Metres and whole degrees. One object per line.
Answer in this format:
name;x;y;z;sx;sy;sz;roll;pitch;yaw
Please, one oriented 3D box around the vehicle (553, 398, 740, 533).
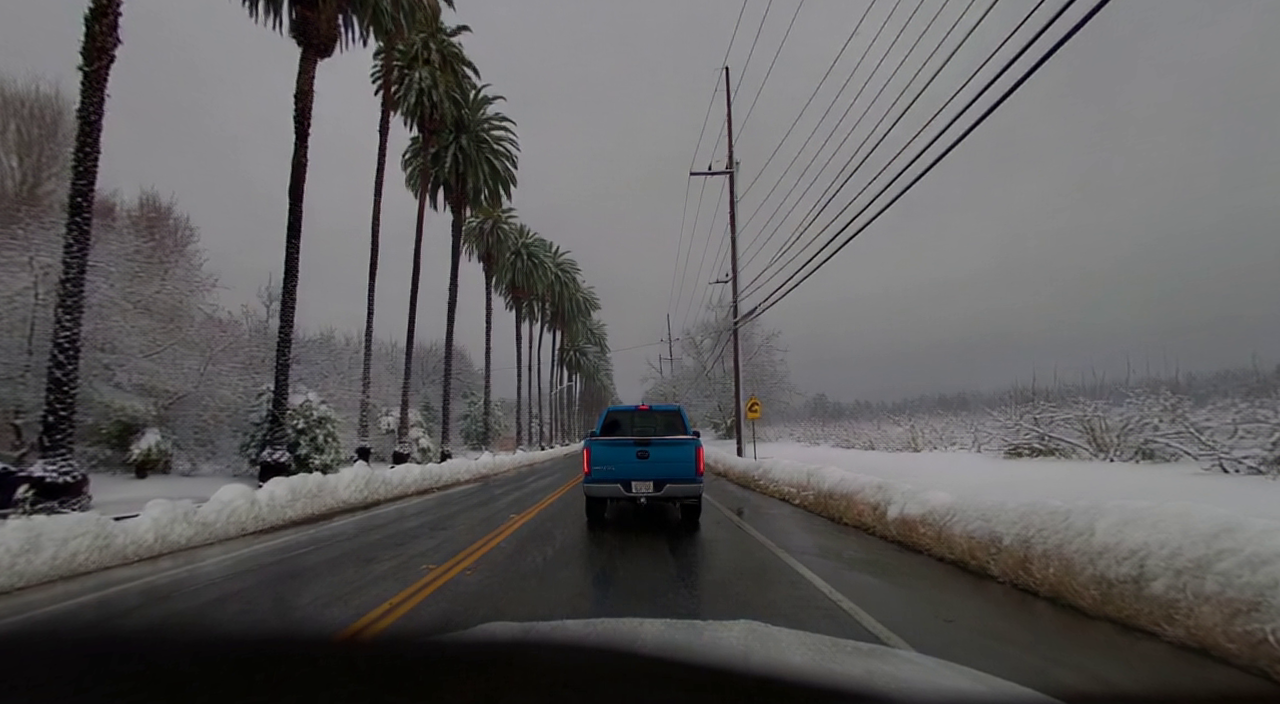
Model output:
vehicle;0.068;2.143;12.451;2.803;2.005;5.885;0;-8;-1
